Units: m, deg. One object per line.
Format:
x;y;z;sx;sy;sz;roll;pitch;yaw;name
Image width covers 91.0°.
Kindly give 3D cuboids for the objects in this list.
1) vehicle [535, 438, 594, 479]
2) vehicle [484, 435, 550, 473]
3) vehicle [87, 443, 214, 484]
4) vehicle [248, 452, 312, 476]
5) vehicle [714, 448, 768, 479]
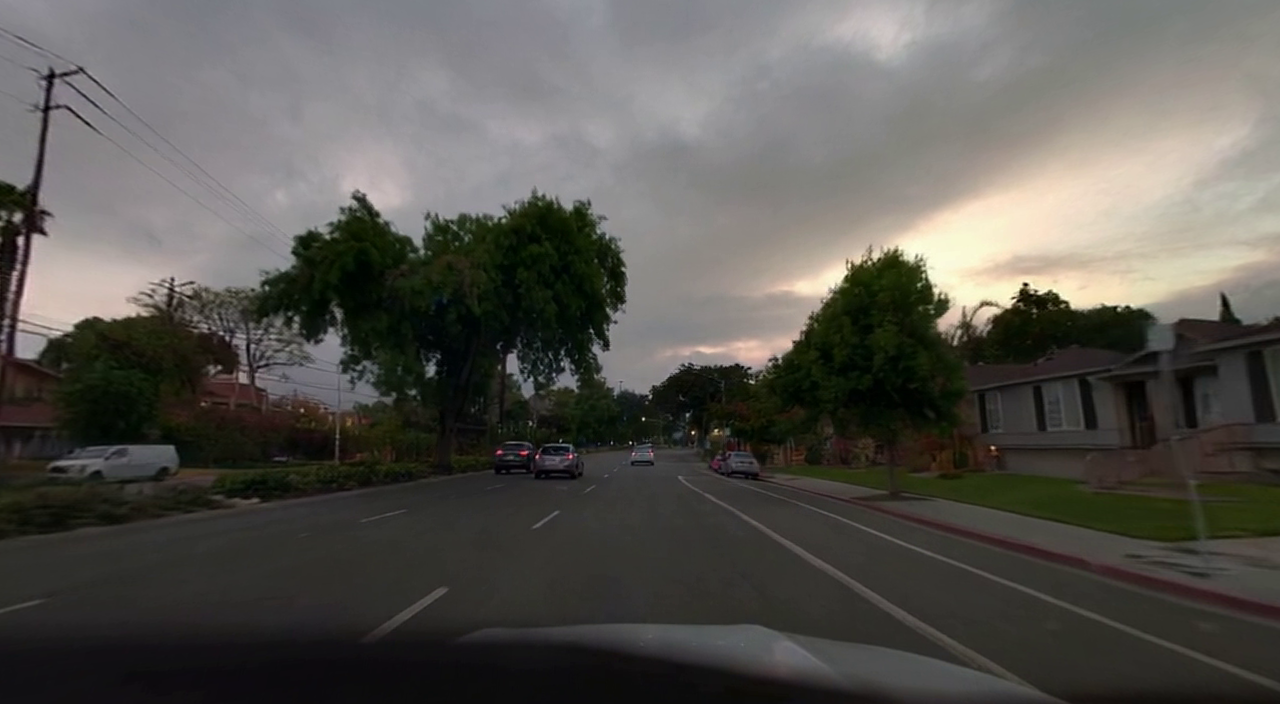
-3.547;5.108;30.428;2.116;1.806;4.516;0;-9;2;vehicle
-6.943;5.883;36.483;2.457;2.010;6.330;0;-9;1;vehicle
-25.172;5.716;32.710;2.116;1.947;5.507;0;-9;0;vehicle
-25.477;7.908;44.703;1.838;1.516;4.484;0;-9;1;vehicle
5.147;5.752;32.719;1.994;1.507;4.173;1;-9;-2;vehicle
